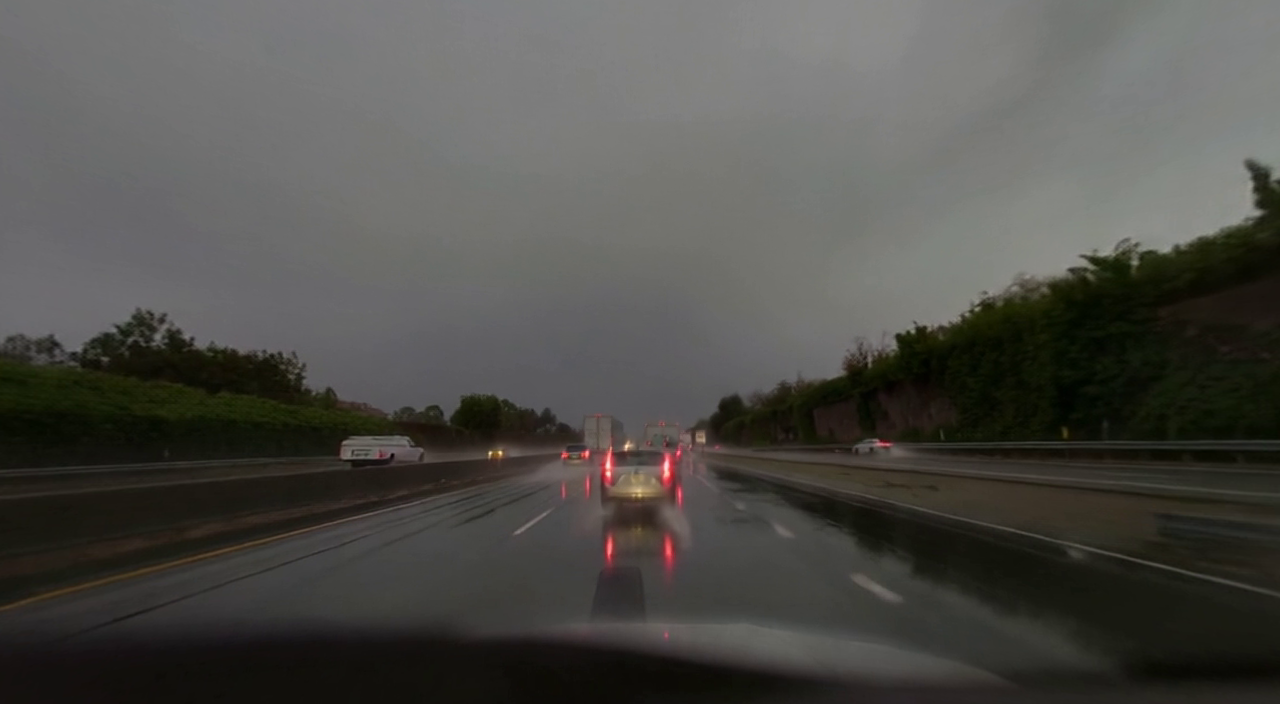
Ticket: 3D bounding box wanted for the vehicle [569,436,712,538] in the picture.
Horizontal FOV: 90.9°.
[{"bbox_3d":[-0.019,2.257,11.103,2.057,1.449,3.931,0,-9,-1],"label":"vehicle"}]
